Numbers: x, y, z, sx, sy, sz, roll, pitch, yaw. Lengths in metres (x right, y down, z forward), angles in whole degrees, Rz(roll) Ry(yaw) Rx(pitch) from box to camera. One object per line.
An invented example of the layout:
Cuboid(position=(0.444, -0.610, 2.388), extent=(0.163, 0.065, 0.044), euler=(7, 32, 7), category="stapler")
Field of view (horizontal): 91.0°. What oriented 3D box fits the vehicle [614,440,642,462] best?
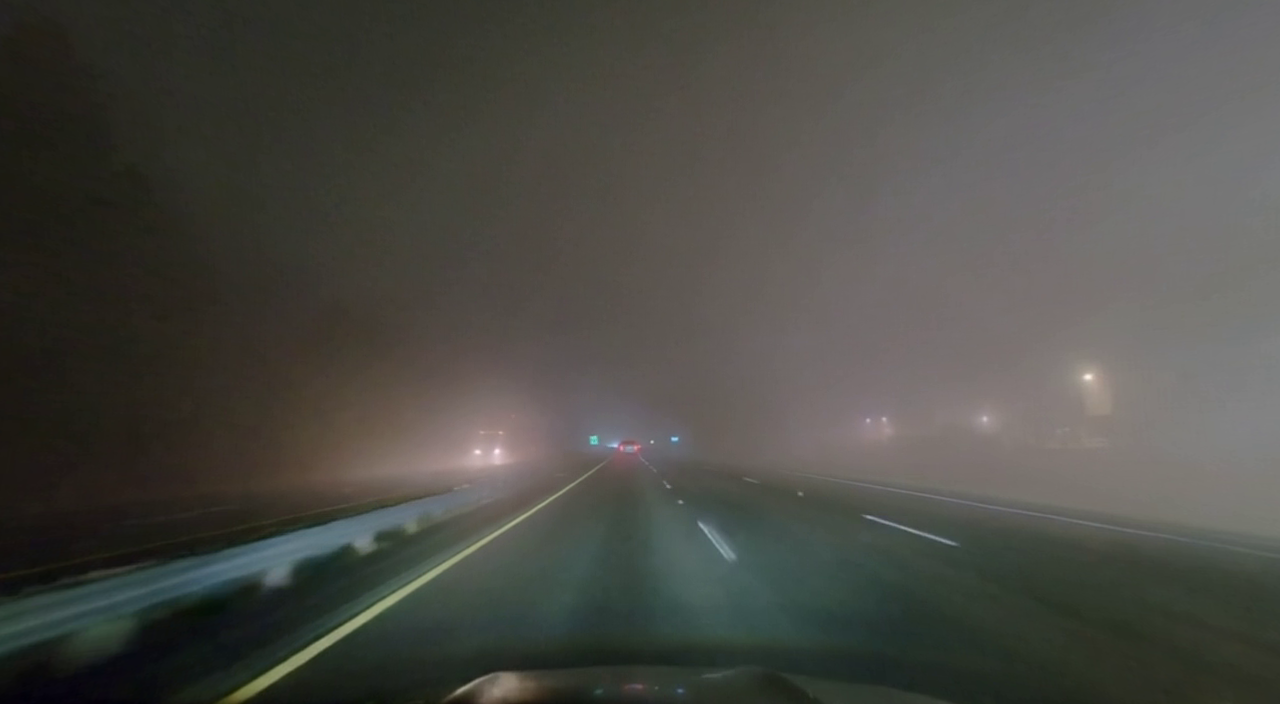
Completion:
Cuboid(position=(-0.896, 7.570, 48.097), extent=(2.009, 1.554, 4.013), euler=(0, -8, -1), category="vehicle")
